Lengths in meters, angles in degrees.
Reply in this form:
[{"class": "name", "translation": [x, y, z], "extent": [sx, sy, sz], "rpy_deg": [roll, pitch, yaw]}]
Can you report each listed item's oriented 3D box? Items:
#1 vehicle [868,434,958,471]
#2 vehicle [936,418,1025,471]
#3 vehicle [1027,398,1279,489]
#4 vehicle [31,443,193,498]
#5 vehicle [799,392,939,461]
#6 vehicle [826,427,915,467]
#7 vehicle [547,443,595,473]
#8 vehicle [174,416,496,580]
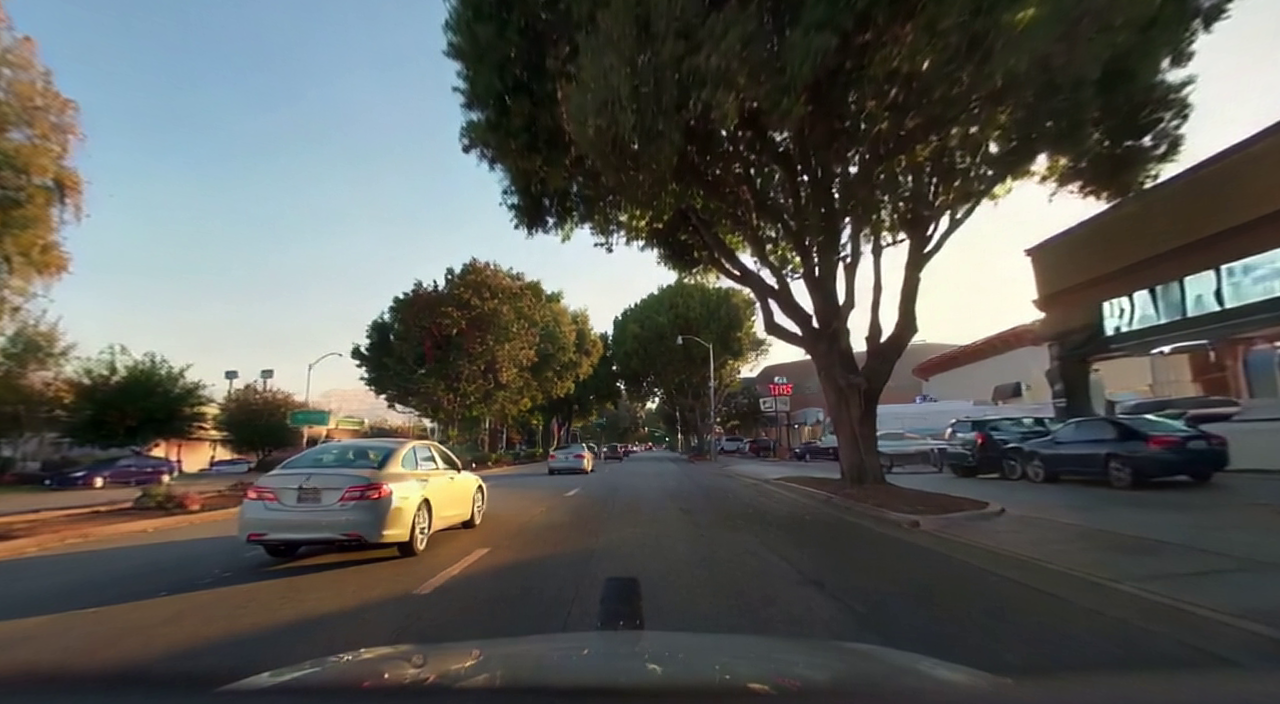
[{"class": "vehicle", "translation": [12.311, 4.476, 28.374], "extent": [2.090, 1.501, 4.732], "rpy_deg": [-8, -12, 43]}, {"class": "vehicle", "translation": [14.797, 4.001, 27.358], "extent": [2.031, 2.064, 4.681], "rpy_deg": [-9, -12, 43]}, {"class": "vehicle", "translation": [12.688, 2.344, 16.154], "extent": [2.222, 1.922, 5.164], "rpy_deg": [0, -9, 0]}, {"class": "vehicle", "translation": [-25.524, 5.690, 31.048], "extent": [2.214, 2.238, 6.591], "rpy_deg": [-4, -9, 1]}, {"class": "vehicle", "translation": [15.547, 5.161, 43.407], "extent": [8.300, 4.310, 2.832], "rpy_deg": [-2, -9, 1]}, {"class": "vehicle", "translation": [11.880, 4.875, 32.338], "extent": [5.297, 1.843, 2.097], "rpy_deg": [8, -12, -44]}, {"class": "vehicle", "translation": [-3.573, 5.551, 33.324], "extent": [1.955, 1.461, 4.396], "rpy_deg": [0, -9, 1]}, {"class": "vehicle", "translation": [-3.651, 1.838, 8.795], "extent": [2.126, 1.655, 4.560], "rpy_deg": [0, -9, 1]}]
